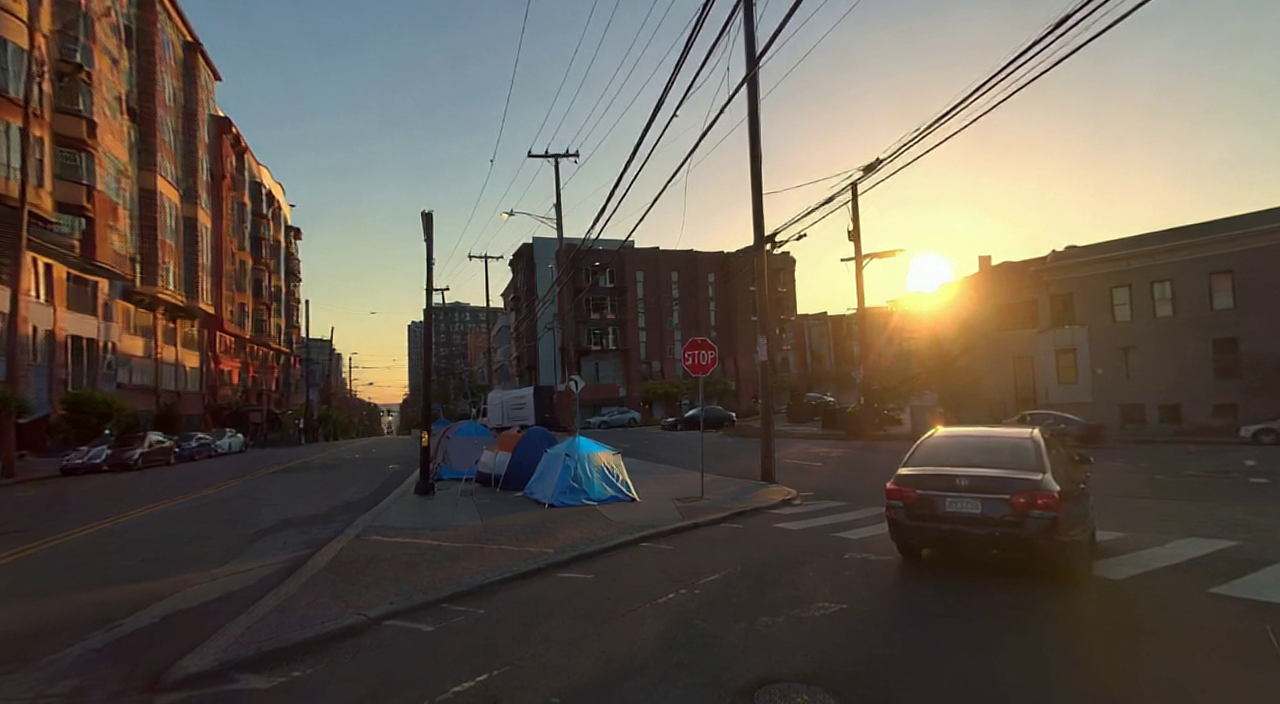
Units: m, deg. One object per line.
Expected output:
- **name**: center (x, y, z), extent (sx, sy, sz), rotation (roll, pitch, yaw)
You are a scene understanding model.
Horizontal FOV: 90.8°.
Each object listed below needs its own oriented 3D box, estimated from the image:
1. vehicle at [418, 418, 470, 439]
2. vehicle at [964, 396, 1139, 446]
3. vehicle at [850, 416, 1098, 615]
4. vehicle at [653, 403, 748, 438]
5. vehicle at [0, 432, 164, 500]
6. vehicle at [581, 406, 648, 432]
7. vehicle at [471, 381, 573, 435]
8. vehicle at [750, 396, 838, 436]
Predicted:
- **vehicle**: center (-15.353, 6.016, 49.366), extent (2.089, 1.506, 4.641), rotation (7, -11, -41)
- **vehicle**: center (13.683, 2.393, 21.193), extent (4.569, 1.487, 1.999), rotation (-8, -11, 41)
- **vehicle**: center (4.152, 1.696, 7.600), extent (1.945, 1.647, 4.160), rotation (-6, -10, 34)
- **vehicle**: center (2.853, 3.382, 30.646), extent (4.363, 1.511, 1.838), rotation (-8, -12, 43)
- **vehicle**: center (-17.194, 3.492, 19.874), extent (2.054, 1.800, 5.212), rotation (3, -9, -20)
- **vehicle**: center (-1.673, 4.271, 39.790), extent (1.790, 1.468, 4.422), rotation (8, -12, -42)
- **vehicle**: center (-7.692, 3.733, 40.700), extent (7.172, 3.075, 2.584), rotation (-7, -10, 41)
- **vehicle**: center (8.240, 3.509, 34.087), extent (1.805, 1.694, 4.214), rotation (13, -17, -43)
